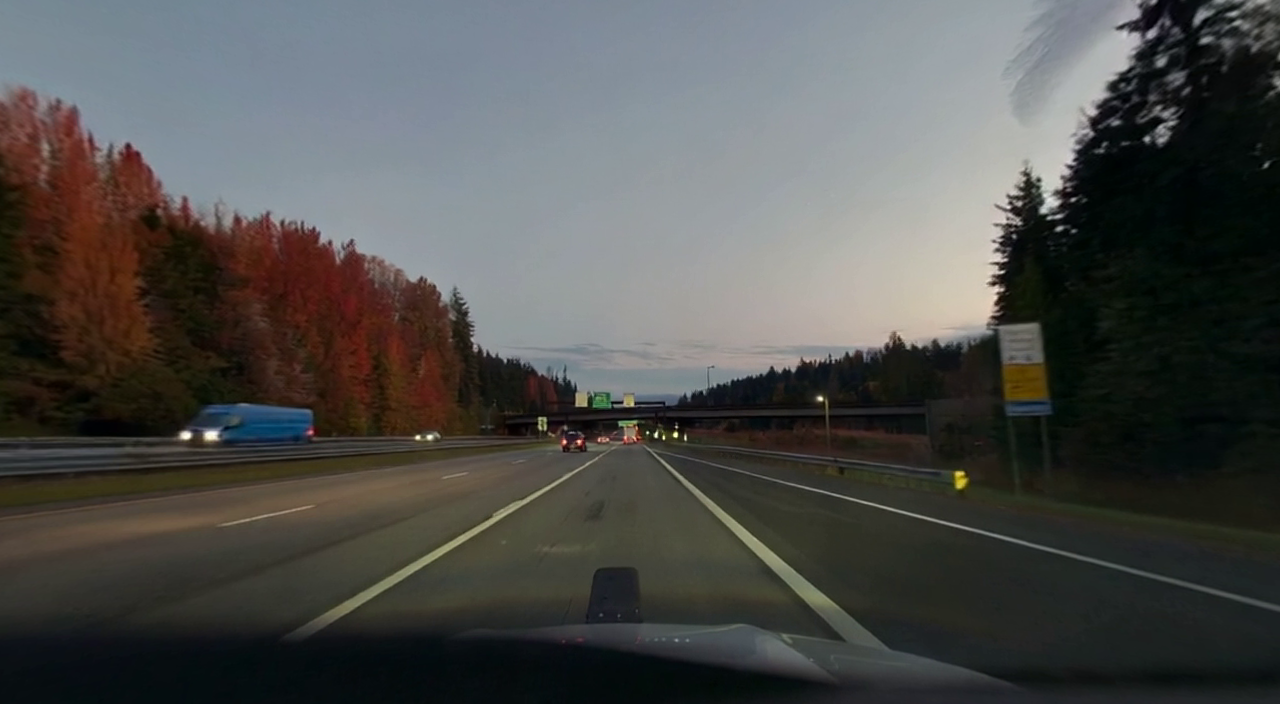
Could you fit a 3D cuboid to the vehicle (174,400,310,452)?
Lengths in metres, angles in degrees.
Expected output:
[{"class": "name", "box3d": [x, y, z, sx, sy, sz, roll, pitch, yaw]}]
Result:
[{"class": "vehicle", "box3d": [-25.874, 4.960, 41.614, 2.968, 3.038, 9.055, 0, -8, 1]}]
